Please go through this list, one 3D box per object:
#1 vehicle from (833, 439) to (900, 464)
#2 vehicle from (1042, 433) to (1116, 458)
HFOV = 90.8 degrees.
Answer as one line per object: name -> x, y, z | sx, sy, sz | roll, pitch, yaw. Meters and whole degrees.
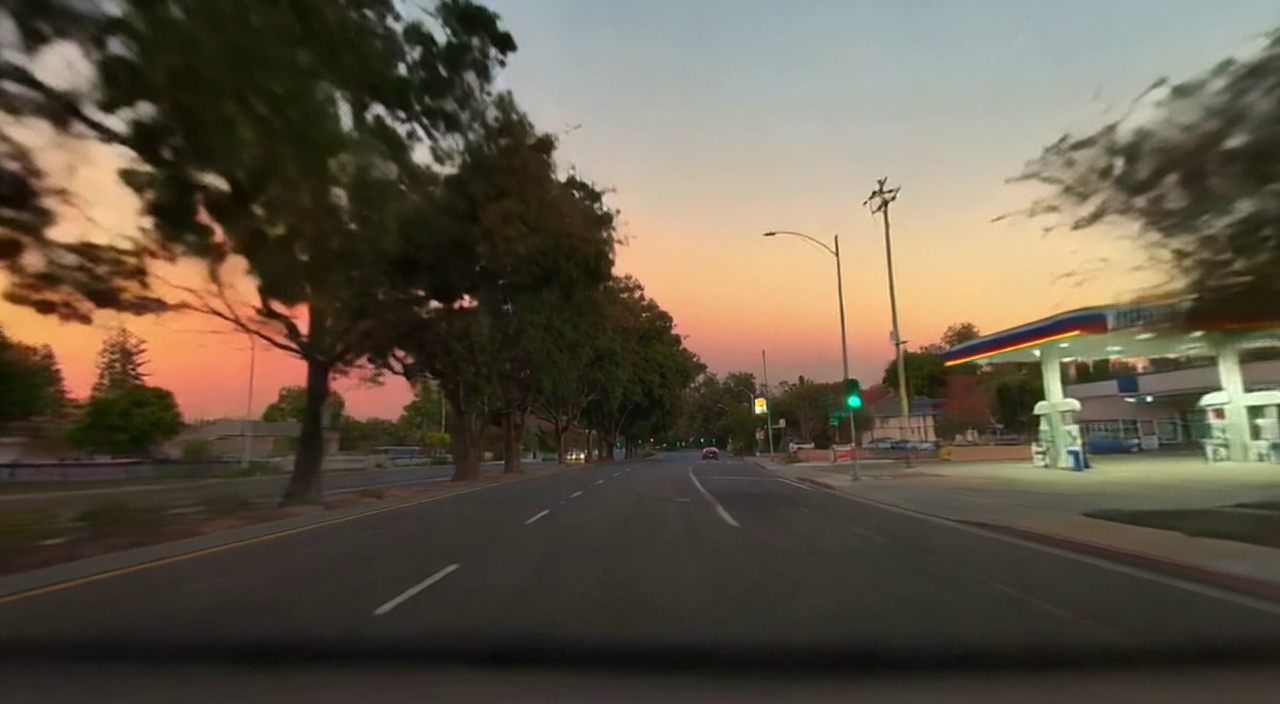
vehicle -> 15.361, 6.755, 42.736 | 4.744, 1.475, 2.008 | 9, -16, -39
vehicle -> 33.053, 7.053, 47.712 | 2.045, 1.778, 4.517 | 0, -9, -5
